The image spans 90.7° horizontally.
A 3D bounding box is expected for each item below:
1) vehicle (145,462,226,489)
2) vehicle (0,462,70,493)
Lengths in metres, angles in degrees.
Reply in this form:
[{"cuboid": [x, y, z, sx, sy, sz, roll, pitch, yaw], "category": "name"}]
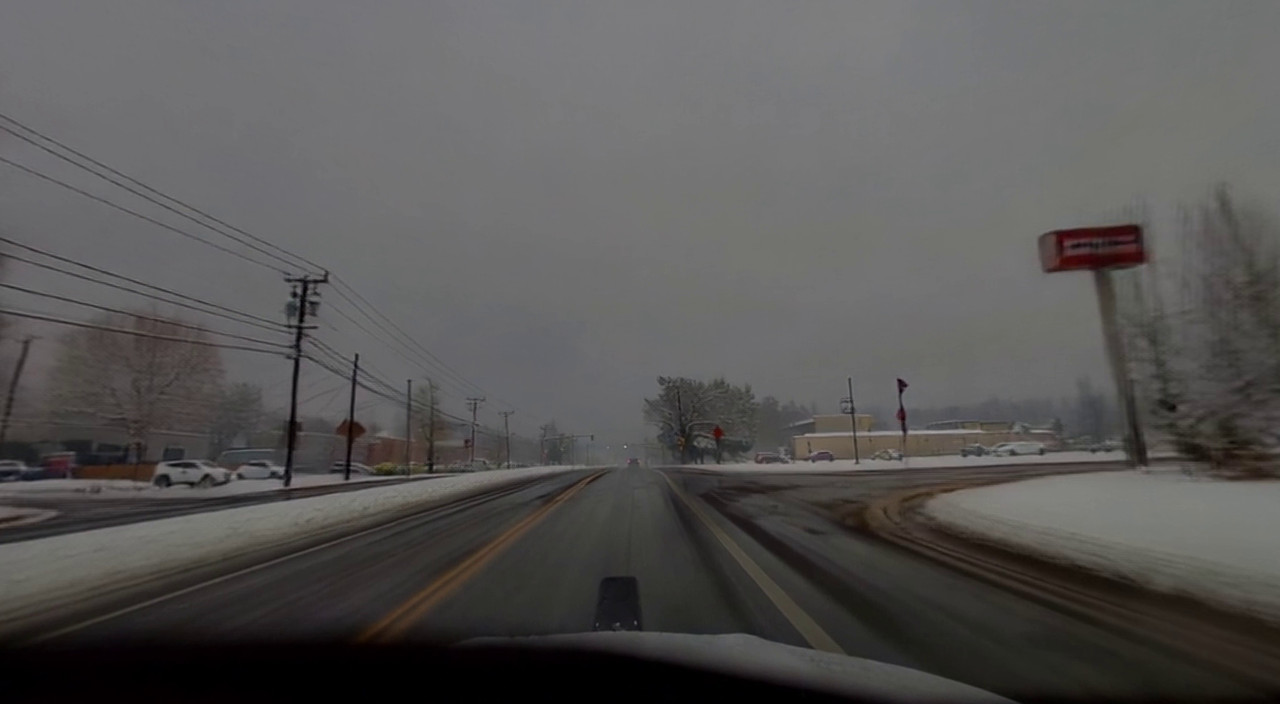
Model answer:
[{"cuboid": [-27.750, 7.505, 38.819, 1.808, 1.441, 4.386, 0, -9, -1], "category": "vehicle"}, {"cuboid": [-37.512, 7.544, 38.322, 1.903, 1.674, 4.493, 0, -9, -3], "category": "vehicle"}]
